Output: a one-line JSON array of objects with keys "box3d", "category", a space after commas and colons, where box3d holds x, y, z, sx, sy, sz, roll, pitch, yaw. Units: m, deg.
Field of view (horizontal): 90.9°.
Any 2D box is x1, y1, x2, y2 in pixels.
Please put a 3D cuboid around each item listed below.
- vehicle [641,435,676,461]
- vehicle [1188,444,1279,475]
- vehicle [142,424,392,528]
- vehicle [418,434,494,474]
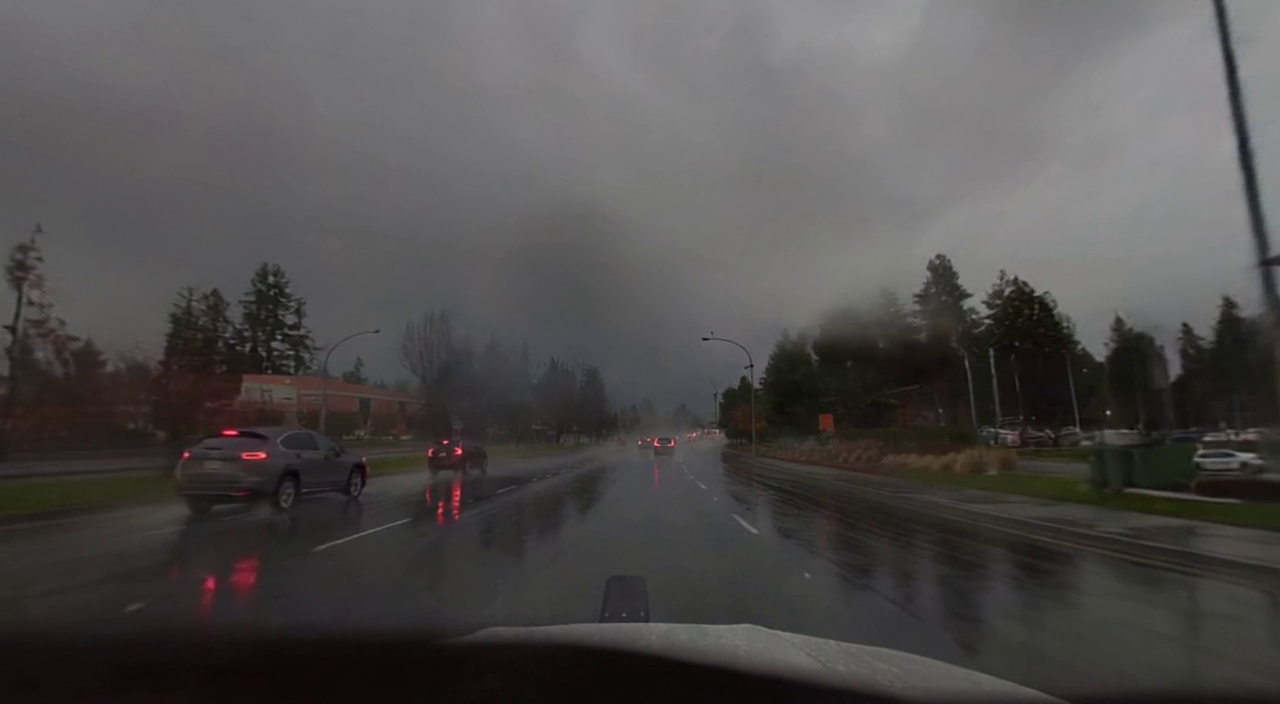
[{"box3d": [1.424, 7.096, 46.475, 2.345, 1.803, 4.261, -1, -8, 4], "category": "vehicle"}, {"box3d": [31.872, 5.564, 32.997, 1.966, 1.494, 4.685, 0, -8, -4], "category": "vehicle"}, {"box3d": [-7.184, 2.418, 12.910, 2.181, 1.728, 4.515, -1, -8, 3], "category": "vehicle"}, {"box3d": [-8.843, 4.961, 30.805, 2.097, 1.782, 4.682, -1, -8, 3], "category": "vehicle"}]
